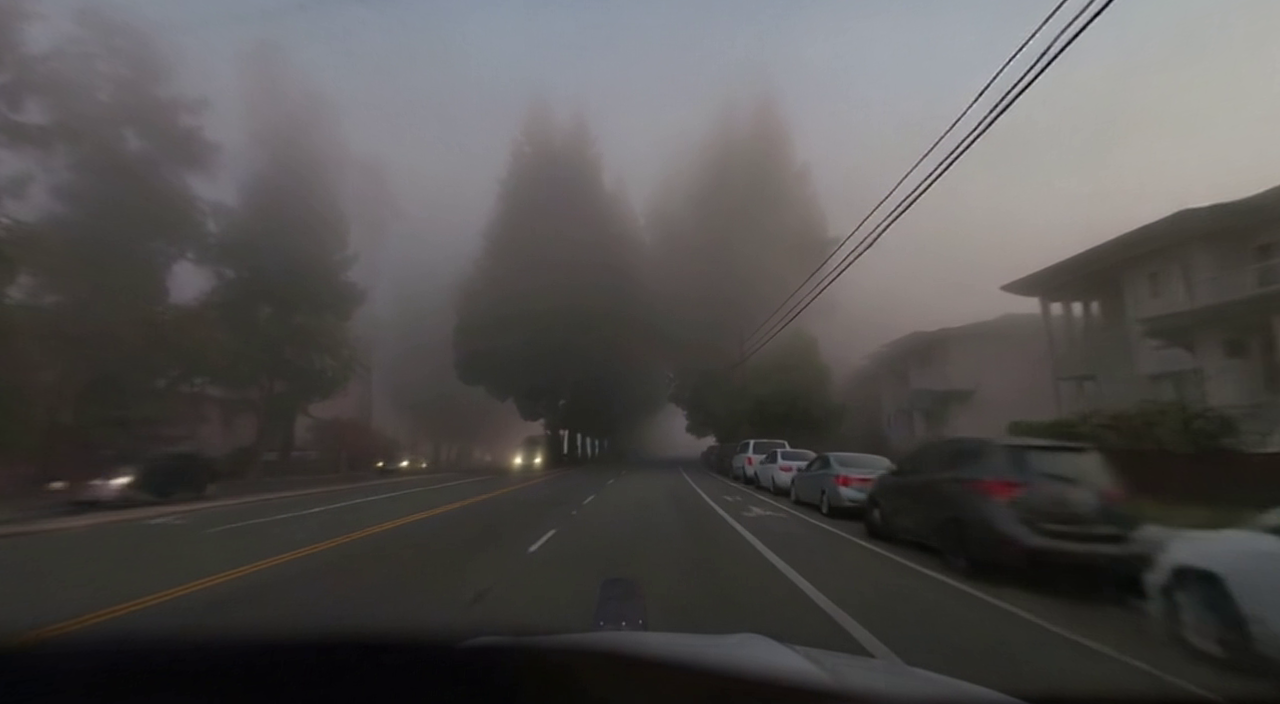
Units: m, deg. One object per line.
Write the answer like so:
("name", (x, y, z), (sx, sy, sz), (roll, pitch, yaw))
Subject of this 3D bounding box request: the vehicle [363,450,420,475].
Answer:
("vehicle", (-18.013, 7.982, 45.930), (1.965, 1.640, 4.665), (-1, -8, 4))

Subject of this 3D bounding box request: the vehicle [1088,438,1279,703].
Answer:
("vehicle", (4.068, 0.966, 2.020), (1.833, 1.399, 4.727), (-1, -8, 1))

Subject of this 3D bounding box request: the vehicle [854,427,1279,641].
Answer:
("vehicle", (4.099, 1.629, 6.751), (2.023, 1.525, 4.158), (0, -8, -2))

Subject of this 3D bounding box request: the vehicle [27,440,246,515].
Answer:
("vehicle", (-13.143, 3.253, 16.954), (2.045, 1.712, 4.511), (-1, -8, 2))
